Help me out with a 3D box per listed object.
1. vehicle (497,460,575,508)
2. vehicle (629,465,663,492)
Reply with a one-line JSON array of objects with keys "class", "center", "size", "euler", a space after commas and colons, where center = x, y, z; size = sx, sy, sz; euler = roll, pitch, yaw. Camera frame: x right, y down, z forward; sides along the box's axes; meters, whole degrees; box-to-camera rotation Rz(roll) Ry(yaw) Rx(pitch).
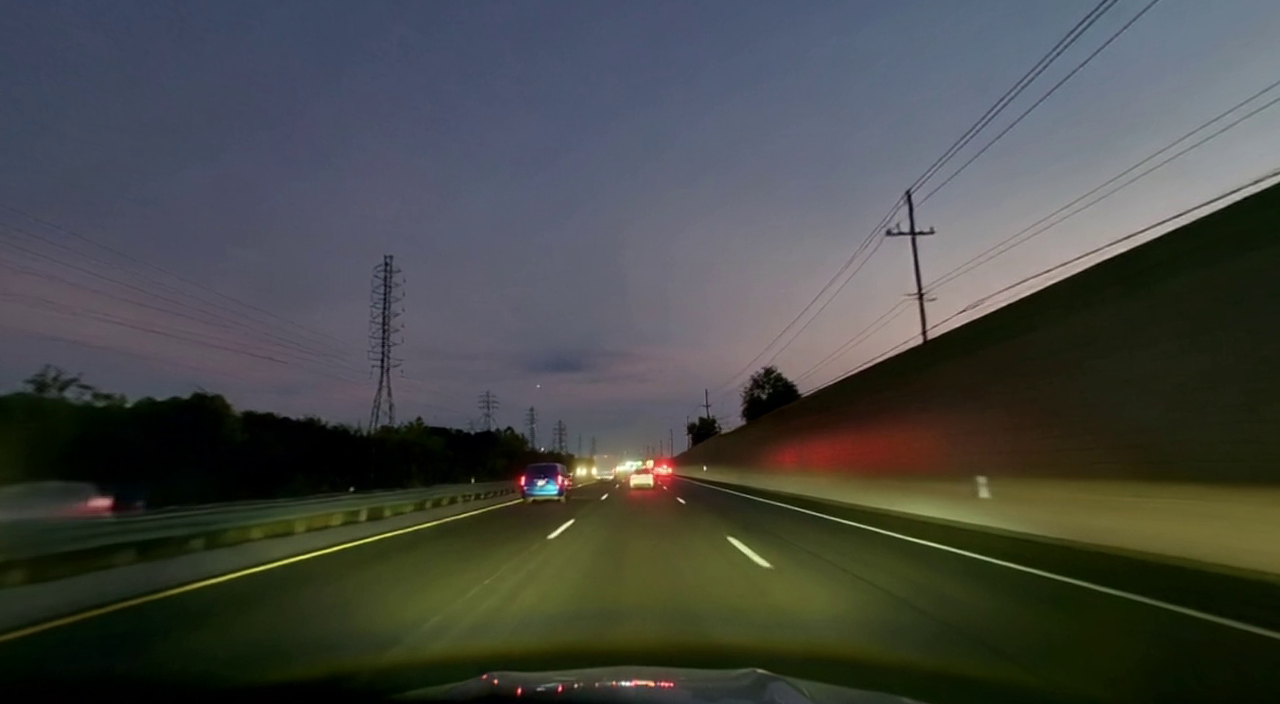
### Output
[{"class": "vehicle", "center": [-3.671, 4.800, 23.072], "size": [2.023, 1.541, 4.543], "euler": [1, -11, 0]}, {"class": "vehicle", "center": [0.337, 7.748, 38.683], "size": [2.006, 1.554, 3.863], "euler": [1, -11, -1]}]
